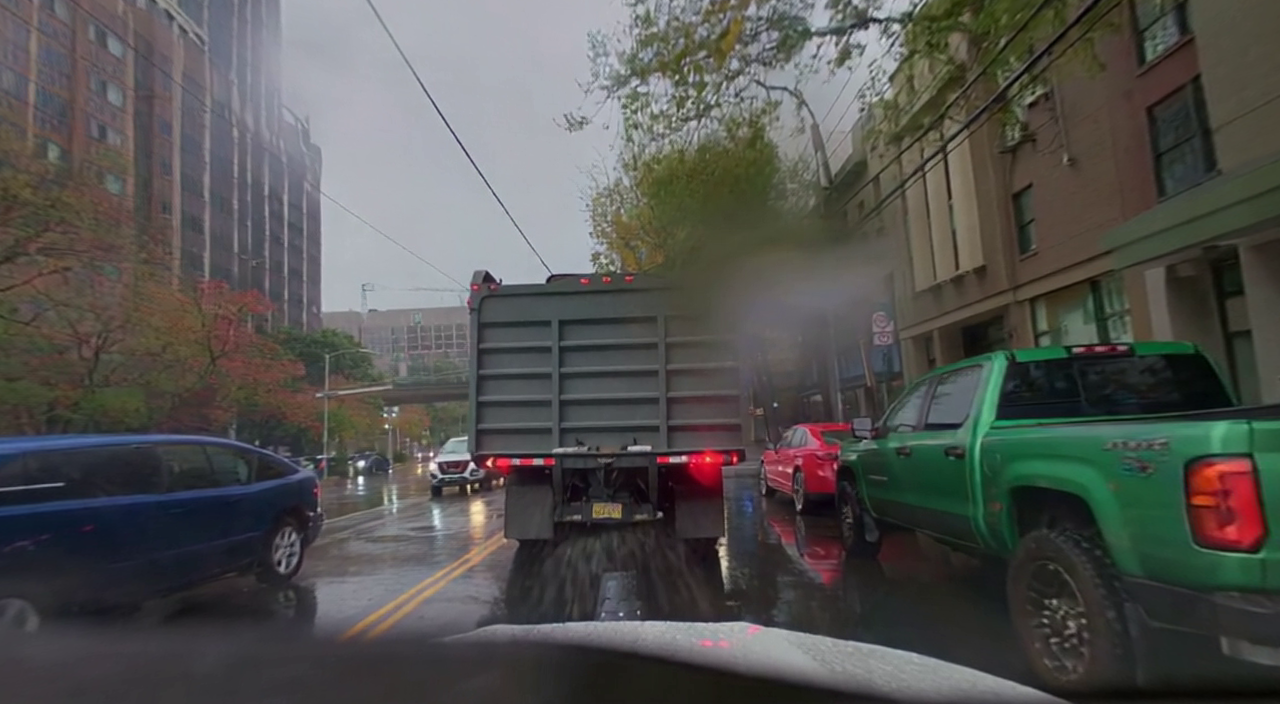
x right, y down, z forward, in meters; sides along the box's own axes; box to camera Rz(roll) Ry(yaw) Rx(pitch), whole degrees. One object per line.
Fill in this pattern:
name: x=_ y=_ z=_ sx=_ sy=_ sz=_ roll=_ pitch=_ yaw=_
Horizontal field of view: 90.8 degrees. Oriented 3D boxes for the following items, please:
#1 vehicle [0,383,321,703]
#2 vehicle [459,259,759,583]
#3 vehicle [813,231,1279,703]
vehicle: x=-4.122 y=1.101 z=3.820 sx=1.988 sy=1.657 sz=4.492 roll=0 pitch=-8 yaw=1
vehicle: x=-0.258 y=1.231 z=10.367 sx=2.878 sy=3.204 sz=8.244 roll=0 pitch=-8 yaw=1
vehicle: x=3.239 y=0.966 z=4.911 sx=2.242 sy=1.979 sz=5.722 roll=0 pitch=-8 yaw=1
